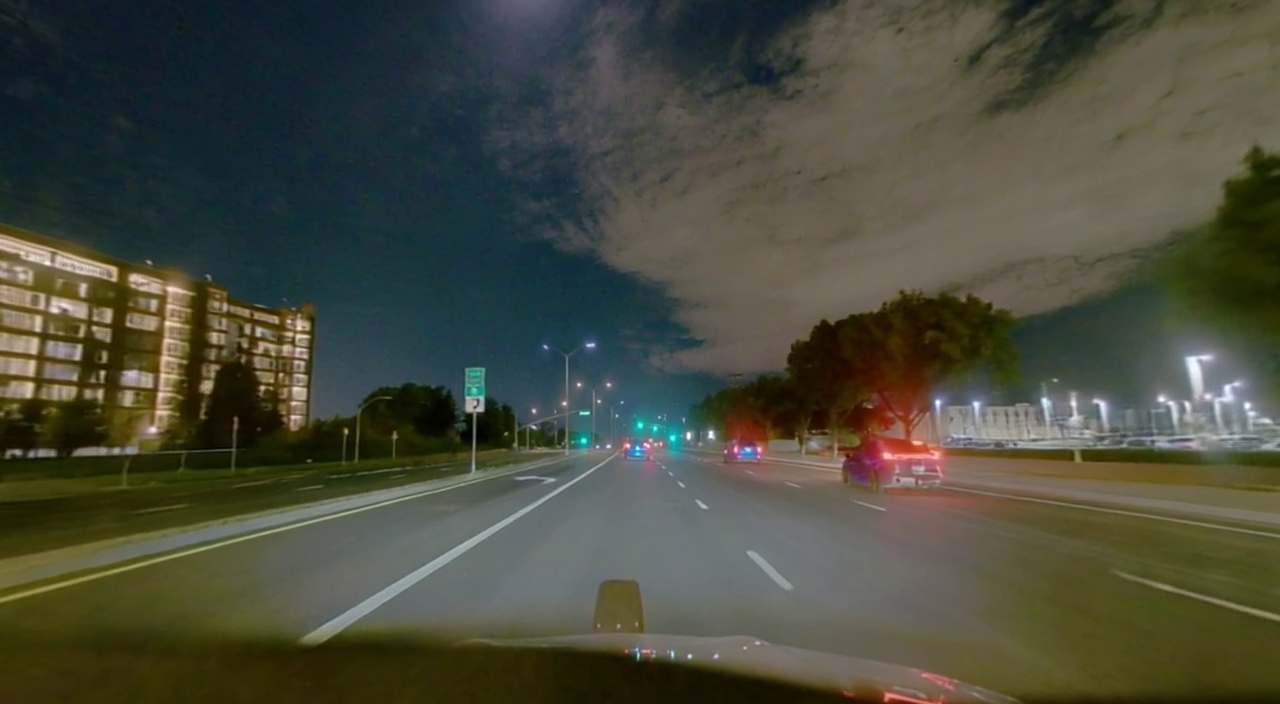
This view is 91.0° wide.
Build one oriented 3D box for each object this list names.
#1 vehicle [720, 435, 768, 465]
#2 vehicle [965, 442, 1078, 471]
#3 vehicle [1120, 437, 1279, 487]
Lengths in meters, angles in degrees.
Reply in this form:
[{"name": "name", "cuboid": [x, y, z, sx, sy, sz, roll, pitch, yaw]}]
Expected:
[{"name": "vehicle", "cuboid": [6.633, 6.300, 40.697, 2.136, 1.799, 4.796, 0, -9, -2]}, {"name": "vehicle", "cuboid": [19.863, 5.438, 32.896, 4.653, 1.438, 1.939, 0, -9, -2]}, {"name": "vehicle", "cuboid": [19.144, 3.625, 20.898, 4.644, 1.552, 1.980, 0, -9, 4]}]
